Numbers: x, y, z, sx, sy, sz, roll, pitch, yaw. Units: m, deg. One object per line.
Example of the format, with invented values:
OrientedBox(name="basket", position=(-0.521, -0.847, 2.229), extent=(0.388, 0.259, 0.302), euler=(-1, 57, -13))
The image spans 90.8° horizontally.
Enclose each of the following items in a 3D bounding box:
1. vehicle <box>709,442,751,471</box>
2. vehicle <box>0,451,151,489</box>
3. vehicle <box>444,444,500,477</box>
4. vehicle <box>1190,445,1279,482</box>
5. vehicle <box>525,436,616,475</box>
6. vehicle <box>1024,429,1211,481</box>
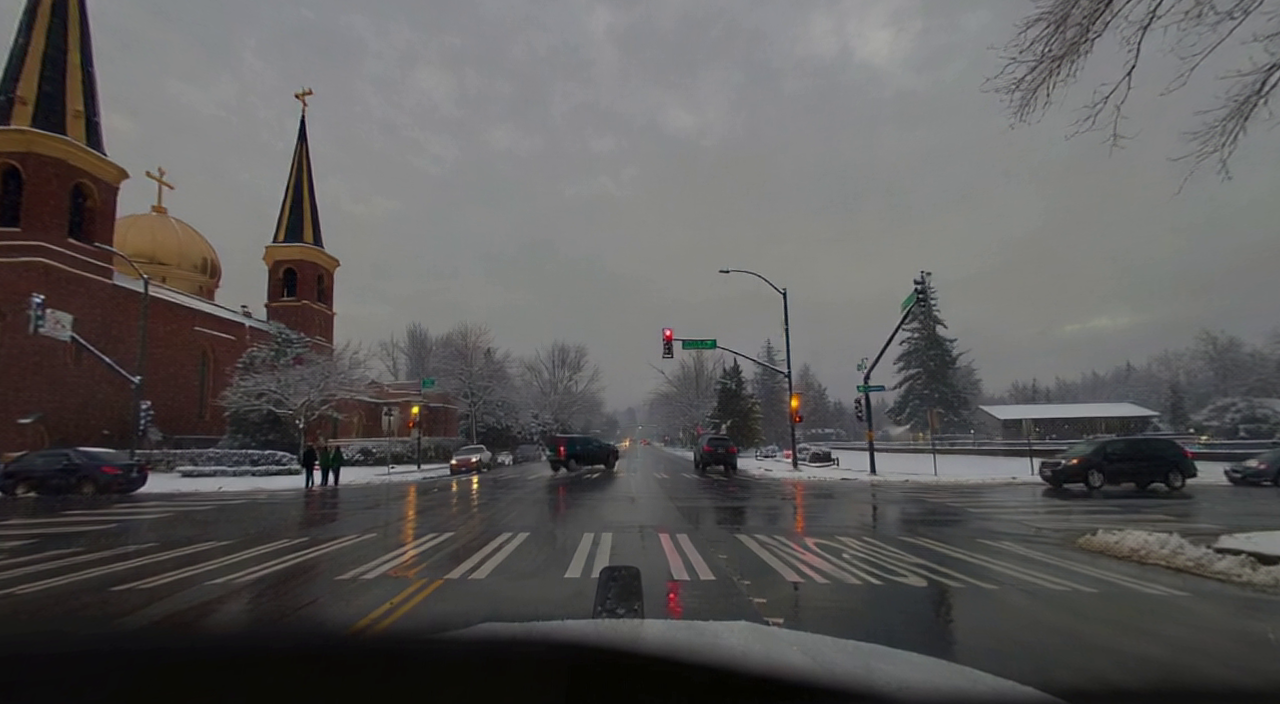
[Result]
OrientedBox(name="vehicle", position=(5.839, 6.855, 41.504), extent=(1.969, 1.776, 4.329), euler=(0, -8, -2))
OrientedBox(name="vehicle", position=(-23.351, 4.864, 26.230), extent=(4.479, 1.476, 1.873), euler=(0, -8, 1))
OrientedBox(name="vehicle", position=(-10.240, 6.604, 38.909), extent=(2.076, 1.876, 4.669), euler=(0, -8, 1))
OrientedBox(name="vehicle", position=(26.392, 4.678, 26.683), extent=(4.561, 1.475, 1.850), euler=(0, -8, 0))
OrientedBox(name="vehicle", position=(-3.305, 5.031, 30.955), extent=(2.051, 1.724, 4.567), euler=(-5, -10, 30))
OrientedBox(name="vehicle", position=(19.890, 4.304, 26.571), extent=(5.852, 2.057, 2.361), euler=(0, -8, 1))
